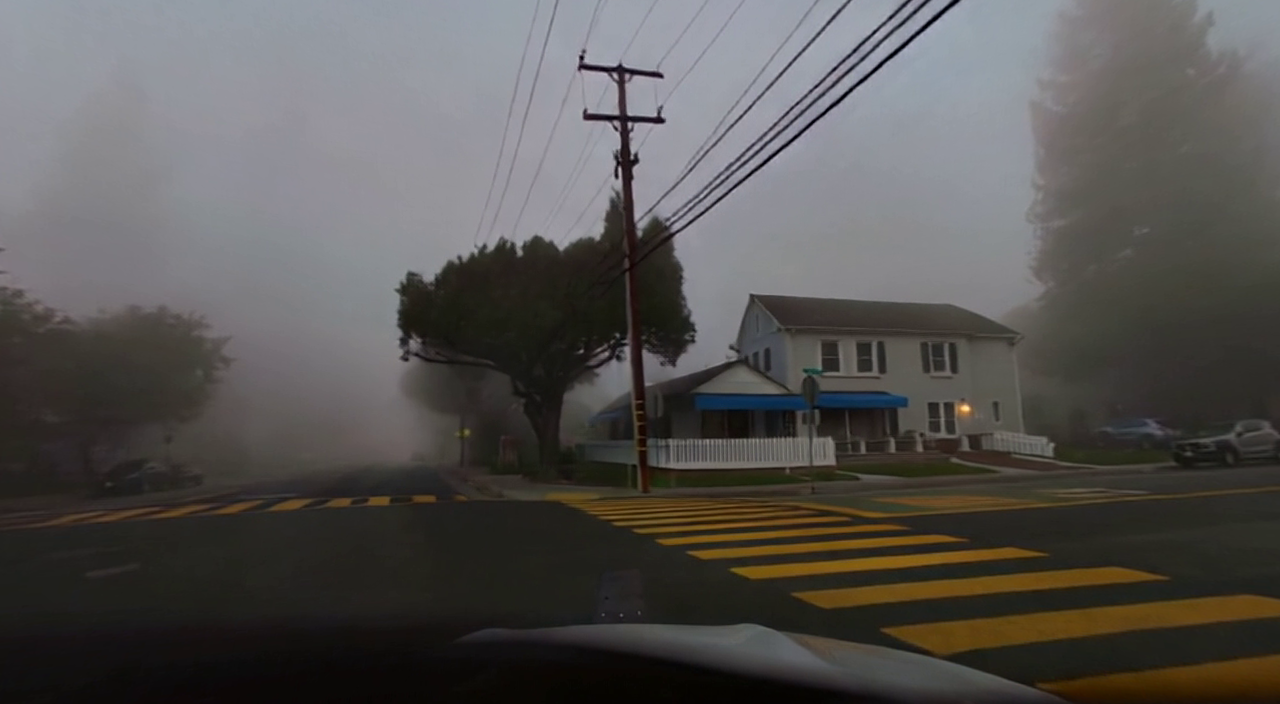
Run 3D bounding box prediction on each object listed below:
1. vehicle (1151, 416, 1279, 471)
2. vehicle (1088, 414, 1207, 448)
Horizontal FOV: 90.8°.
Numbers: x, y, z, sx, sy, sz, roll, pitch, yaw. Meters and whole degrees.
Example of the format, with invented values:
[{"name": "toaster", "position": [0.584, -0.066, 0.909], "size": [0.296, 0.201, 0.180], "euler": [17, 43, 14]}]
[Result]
[{"name": "vehicle", "position": [20.708, 3.222, 22.175], "size": [4.509, 1.775, 1.975], "euler": [3, -9, -17]}, {"name": "vehicle", "position": [27.408, 4.355, 34.308], "size": [2.033, 1.725, 4.492], "euler": [3, -9, -22]}]
